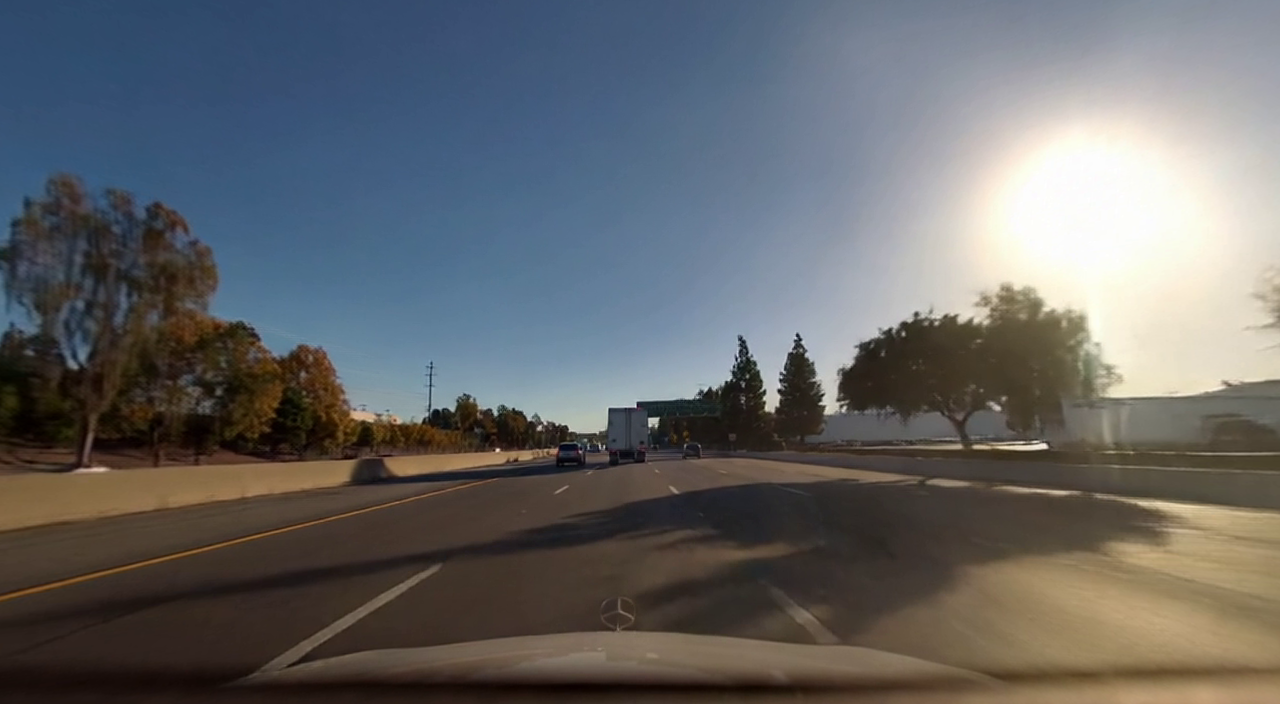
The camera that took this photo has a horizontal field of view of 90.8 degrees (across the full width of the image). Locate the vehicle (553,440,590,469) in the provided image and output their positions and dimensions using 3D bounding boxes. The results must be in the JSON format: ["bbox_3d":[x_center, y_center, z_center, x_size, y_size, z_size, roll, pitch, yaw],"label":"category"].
[{"bbox_3d":[-4.765,7.179,44.327,2.095,1.930,4.680,0,-9,0],"label":"vehicle"}]

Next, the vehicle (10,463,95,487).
[{"bbox_3d":[-42.899,8.984,46.265,1.755,1.534,4.544,0,-9,2],"label":"vehicle"}]

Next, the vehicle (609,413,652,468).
[{"bbox_3d":[-0.659,7.015,49.860,3.000,3.786,11.740,0,-9,0],"label":"vehicle"}]
